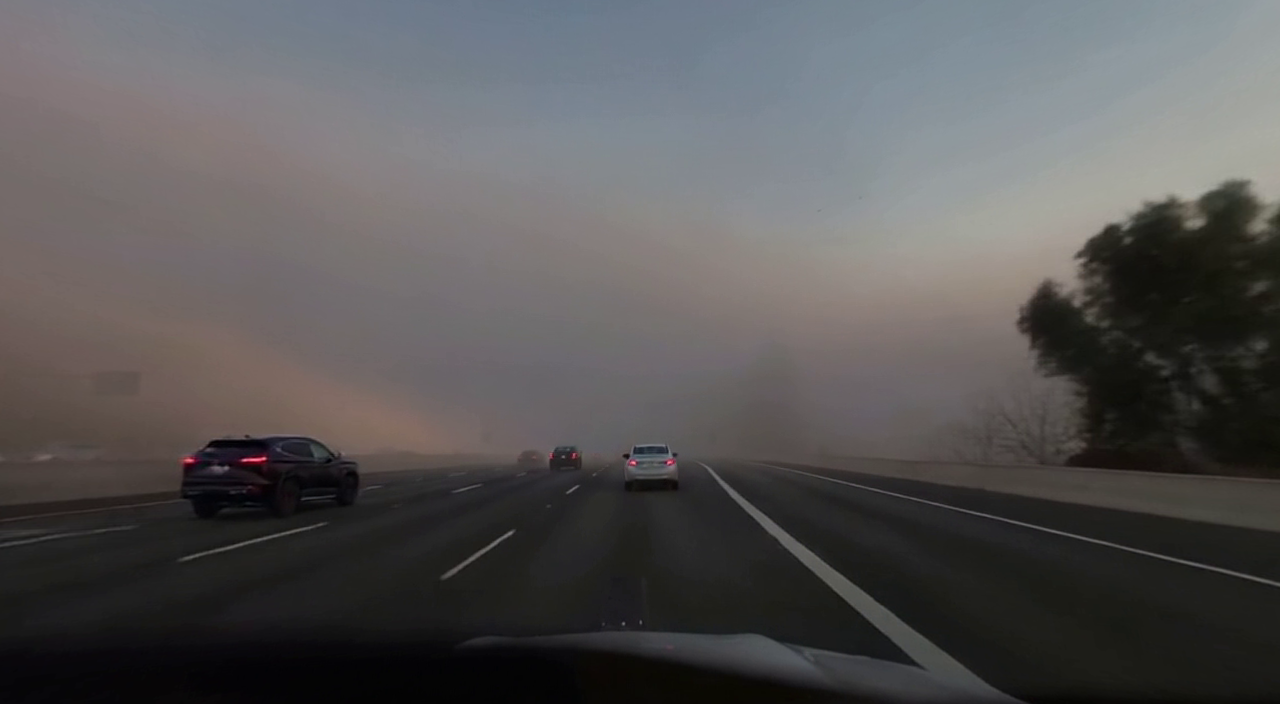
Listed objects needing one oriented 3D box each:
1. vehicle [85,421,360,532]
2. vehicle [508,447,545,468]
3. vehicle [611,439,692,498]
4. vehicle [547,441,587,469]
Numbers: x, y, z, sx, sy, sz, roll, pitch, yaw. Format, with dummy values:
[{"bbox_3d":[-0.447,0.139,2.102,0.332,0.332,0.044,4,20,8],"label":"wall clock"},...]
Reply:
[{"bbox_3d":[-7.916,2.404,12.805,2.206,1.788,4.914,0,-8,0],"label":"vehicle"},{"bbox_3d":[-8.562,7.993,48.073,1.974,1.464,4.733,0,-8,0],"label":"vehicle"},{"bbox_3d":[0.237,3.321,18.406,2.082,1.482,4.126,0,-8,-2],"label":"vehicle"},{"bbox_3d":[-4.926,7.011,43.218,2.289,1.777,4.534,0,-8,-2],"label":"vehicle"}]
